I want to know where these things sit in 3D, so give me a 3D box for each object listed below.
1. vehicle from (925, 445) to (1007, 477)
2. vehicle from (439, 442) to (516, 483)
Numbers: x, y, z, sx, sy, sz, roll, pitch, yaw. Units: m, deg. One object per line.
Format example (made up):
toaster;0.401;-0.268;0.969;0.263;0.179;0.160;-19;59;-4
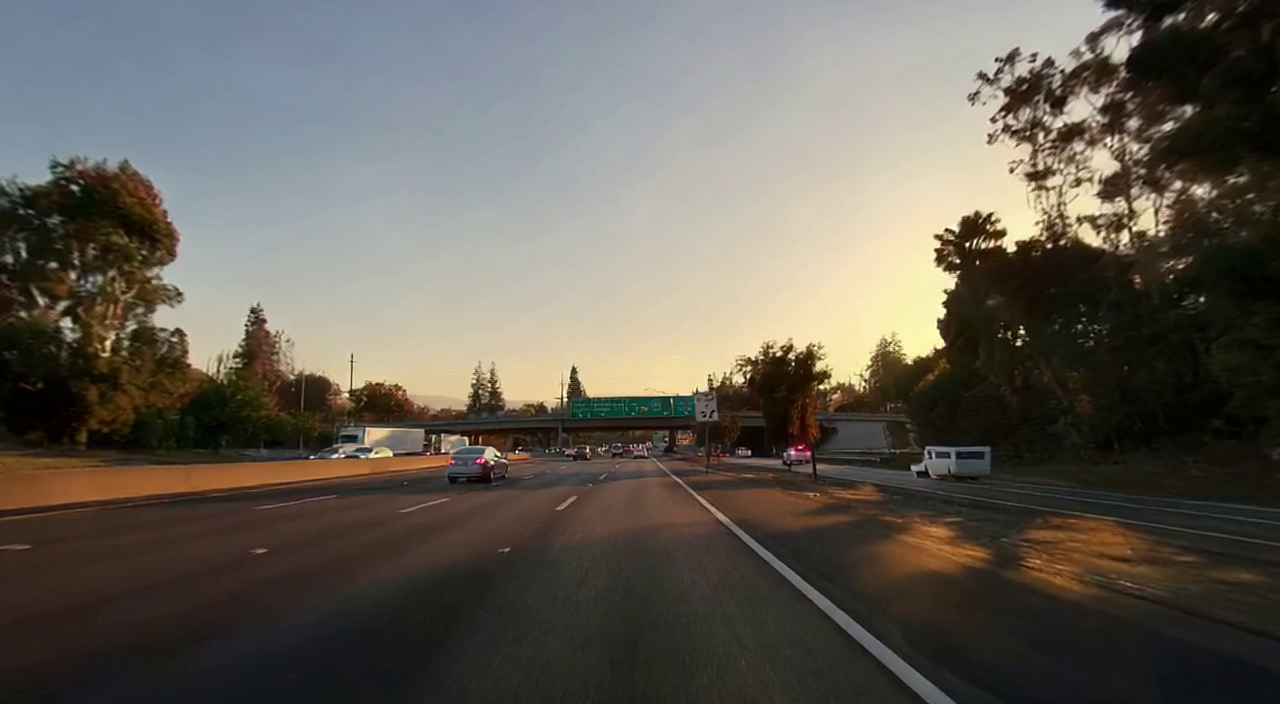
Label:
vehicle;17.692;5.918;34.468;2.012;1.601;4.565;0;-9;0
vehicle;-6.505;4.455;25.688;1.985;1.513;4.172;0;-9;1
